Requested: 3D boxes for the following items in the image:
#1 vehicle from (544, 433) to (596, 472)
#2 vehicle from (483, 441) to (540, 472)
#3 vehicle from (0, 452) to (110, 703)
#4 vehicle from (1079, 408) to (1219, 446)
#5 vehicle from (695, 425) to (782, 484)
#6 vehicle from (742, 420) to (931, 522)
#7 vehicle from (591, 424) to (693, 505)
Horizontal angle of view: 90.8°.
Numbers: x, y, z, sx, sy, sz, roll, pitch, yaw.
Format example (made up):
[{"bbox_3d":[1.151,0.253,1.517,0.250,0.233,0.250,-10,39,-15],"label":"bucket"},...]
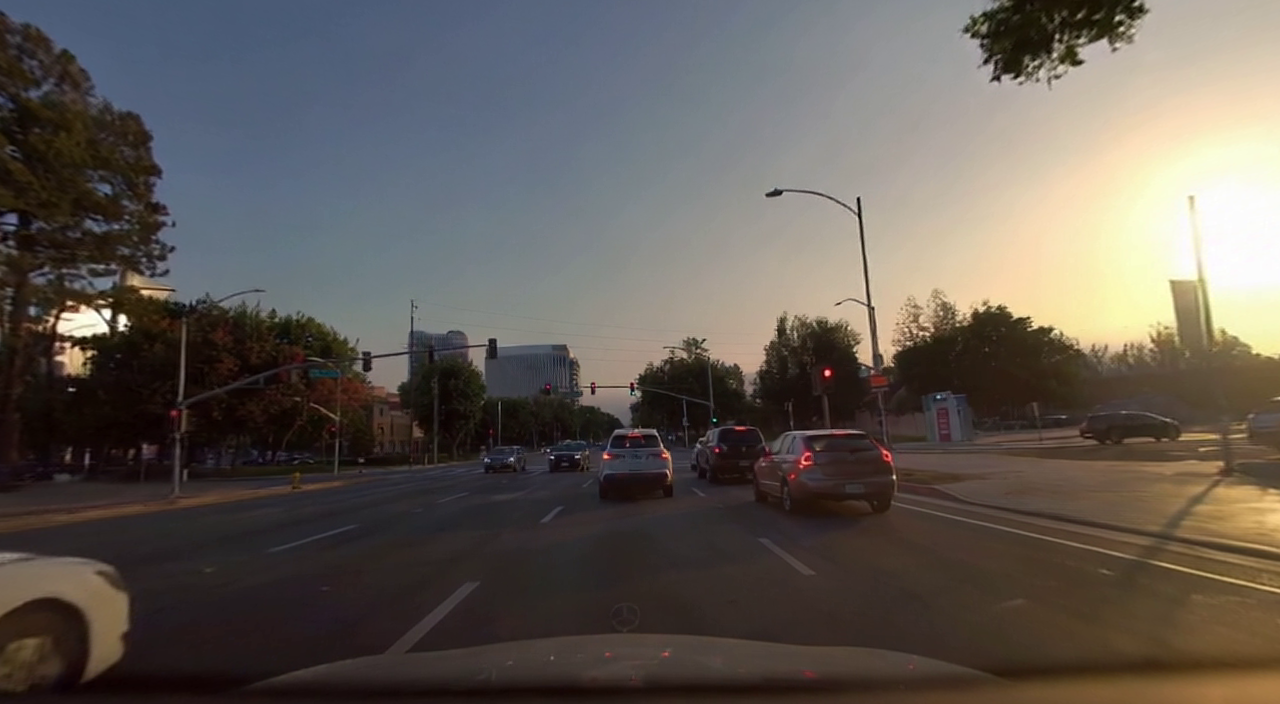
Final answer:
[{"bbox_3d":[-3.435,5.037,31.816,2.106,1.778,4.444,0,-9,0],"label":"vehicle"},{"bbox_3d":[-6.502,5.357,32.490,1.954,1.473,4.350,0,-9,1],"label":"vehicle"},{"bbox_3d":[-3.517,0.834,0.893,1.980,1.321,4.113,0,-9,0],"label":"vehicle"},{"bbox_3d":[24.008,3.597,29.954,4.854,1.712,2.017,0,-9,-1],"label":"vehicle"},{"bbox_3d":[3.240,3.527,21.879,2.144,1.802,4.609,0,-9,-1],"label":"vehicle"},{"bbox_3d":[3.604,2.298,12.721,2.198,1.660,4.512,0,-9,-2],"label":"vehicle"},{"bbox_3d":[-0.040,2.685,15.394,2.146,1.685,4.003,0,-9,-3],"label":"vehicle"}]
